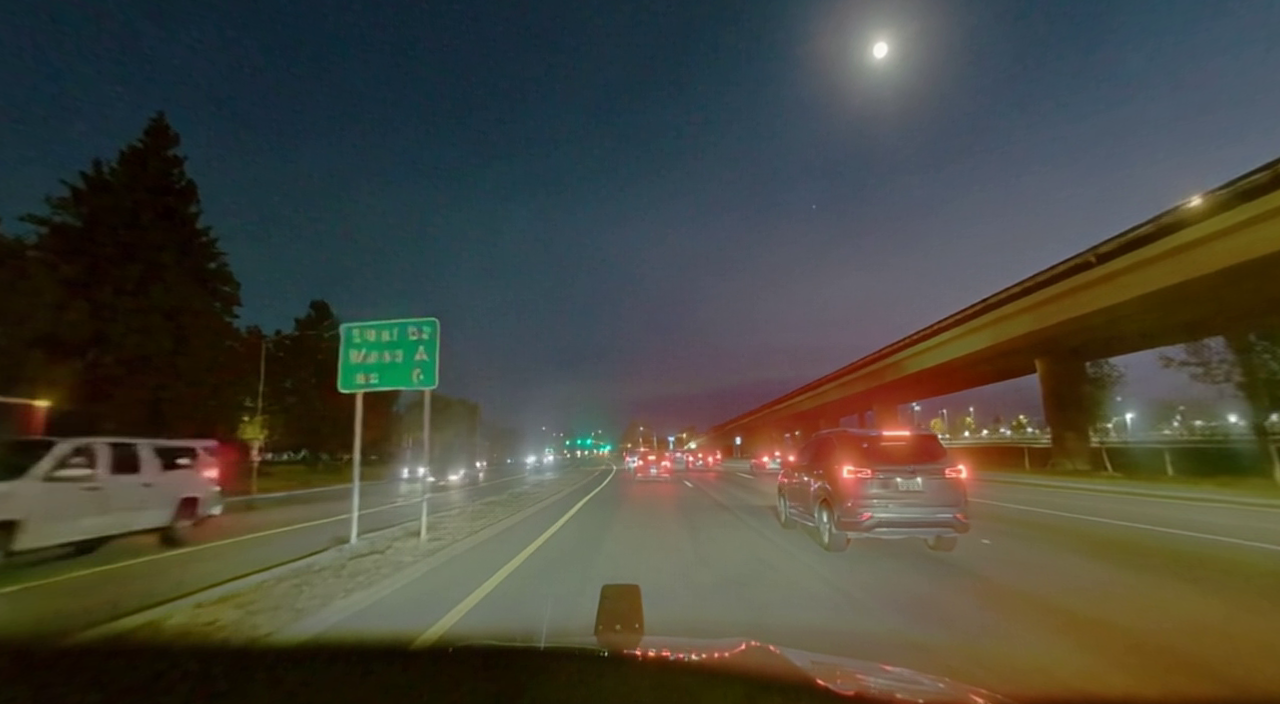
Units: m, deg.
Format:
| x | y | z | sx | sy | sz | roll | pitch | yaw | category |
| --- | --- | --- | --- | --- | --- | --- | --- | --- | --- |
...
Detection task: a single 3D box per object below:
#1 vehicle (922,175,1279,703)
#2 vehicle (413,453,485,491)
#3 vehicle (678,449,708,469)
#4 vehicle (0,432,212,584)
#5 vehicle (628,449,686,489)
| x | y | z | sx | sy | sz | roll | pitch | yaw | category |
| --- | --- | --- | --- | --- | --- | --- | --- | --- | --- |
| 3.477 | 0.591 | 2.300 | 2.588 | 2.321 | 4.927 | 0 | -8 | 0 | vehicle |
| -8.282 | 5.196 | 27.751 | 1.858 | 1.494 | 4.034 | 0 | -8 | 1 | vehicle |
| 3.928 | 8.026 | 47.645 | 1.962 | 1.431 | 4.205 | 0 | -8 | 0 | vehicle |
| -8.593 | 2.022 | 8.672 | 2.165 | 1.764 | 4.671 | 0 | -8 | -1 | vehicle |
| 0.592 | 4.412 | 24.115 | 2.027 | 1.341 | 3.775 | 0 | -8 | 0 | vehicle |
